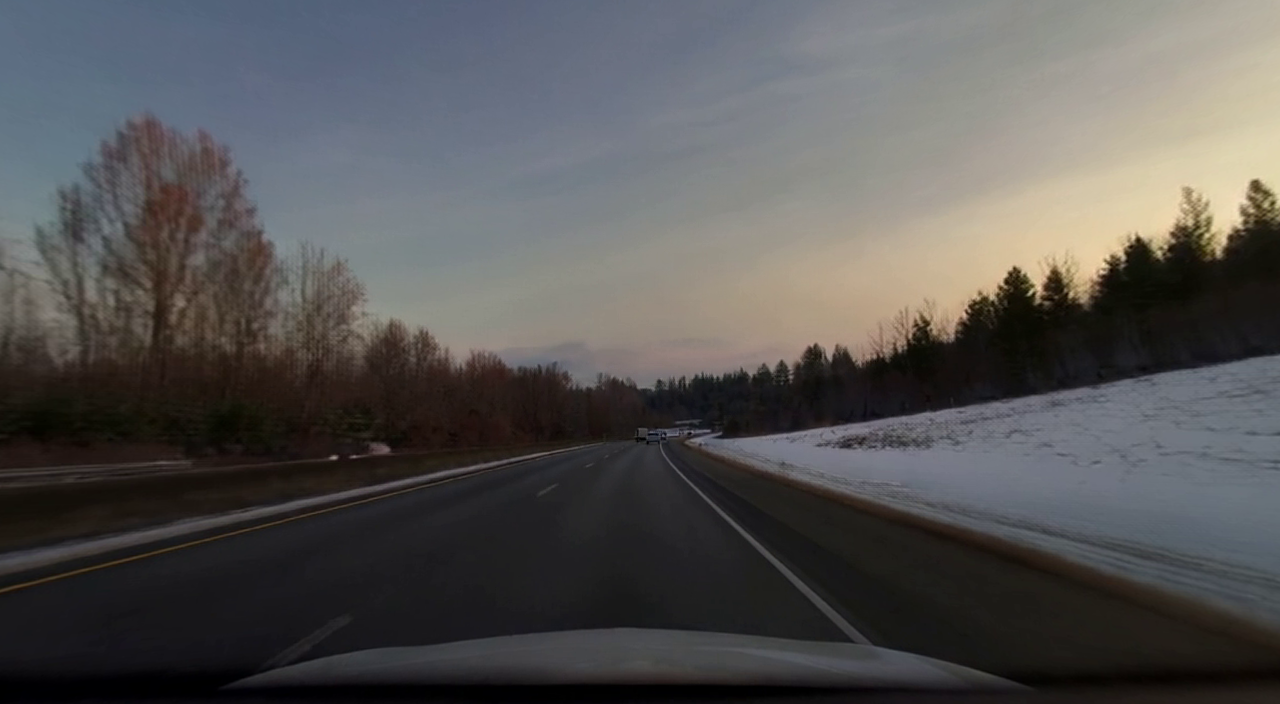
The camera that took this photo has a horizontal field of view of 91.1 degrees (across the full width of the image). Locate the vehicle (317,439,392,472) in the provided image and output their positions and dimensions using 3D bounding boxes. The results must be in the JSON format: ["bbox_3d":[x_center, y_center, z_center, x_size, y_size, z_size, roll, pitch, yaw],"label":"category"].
[{"bbox_3d":[-14.769,5.345,32.775,1.859,1.533,4.158,0,-8,1],"label":"vehicle"}]
